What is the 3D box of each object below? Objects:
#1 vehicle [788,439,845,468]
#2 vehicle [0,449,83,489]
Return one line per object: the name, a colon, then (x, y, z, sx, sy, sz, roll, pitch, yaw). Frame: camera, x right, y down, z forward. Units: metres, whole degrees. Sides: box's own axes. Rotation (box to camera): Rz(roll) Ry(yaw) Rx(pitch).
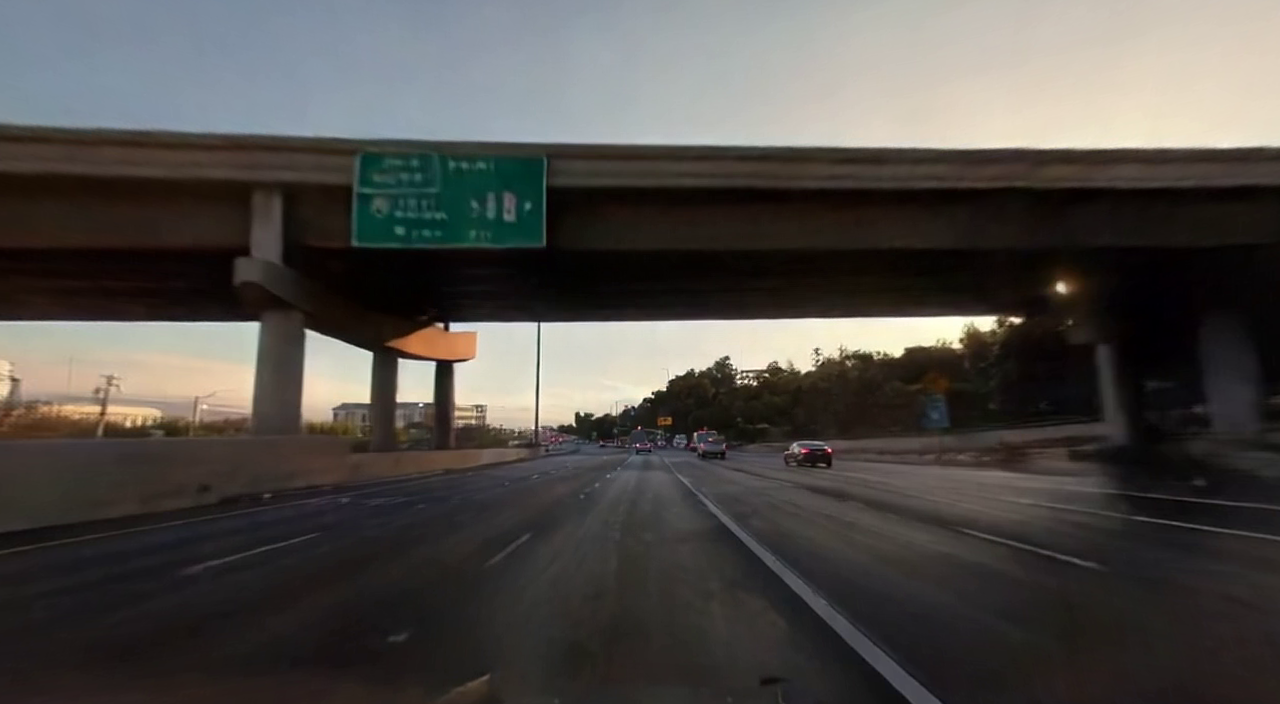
vehicle: (10.193, 5.892, 36.779, 2.000, 1.514, 4.585, 0, -9, 0)
vehicle: (-25.776, 4.784, 25.960, 1.984, 1.534, 3.947, -1, -9, 1)
